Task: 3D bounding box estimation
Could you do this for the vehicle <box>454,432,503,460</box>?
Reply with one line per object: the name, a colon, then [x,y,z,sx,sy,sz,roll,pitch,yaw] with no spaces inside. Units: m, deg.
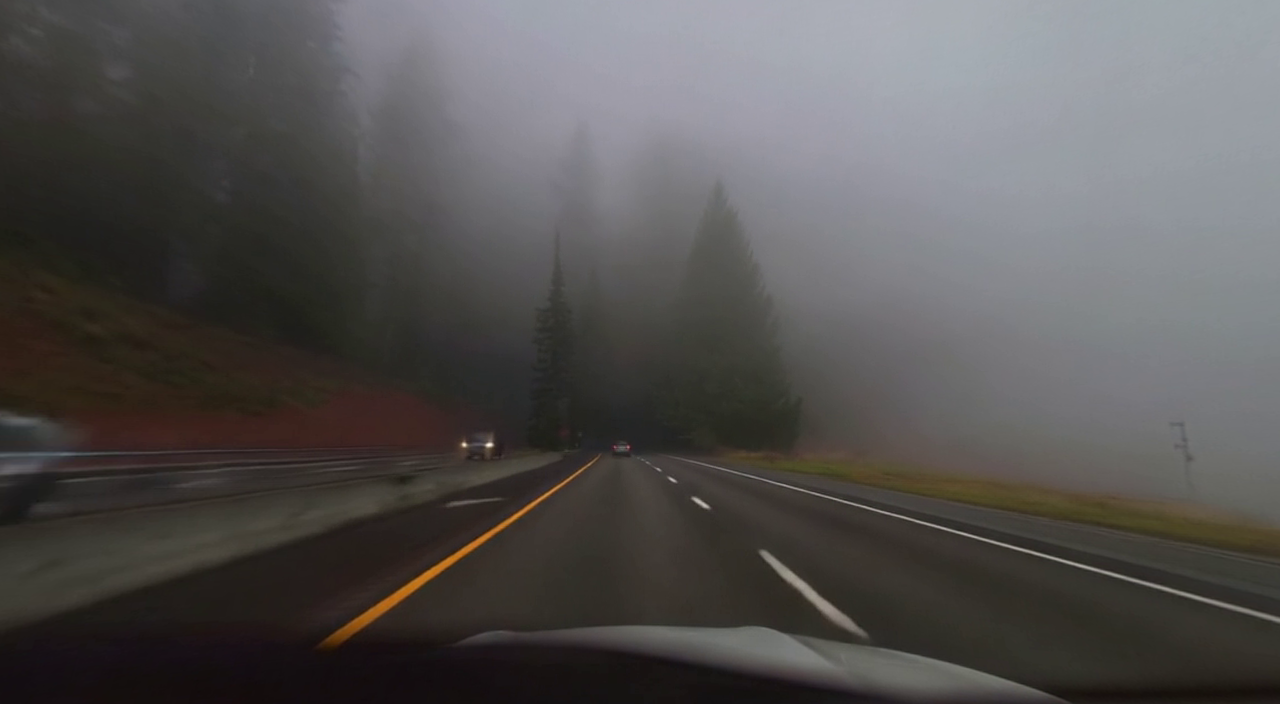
vehicle: [-10.644,6.269,42.034,1.991,1.748,5.095,0,-8,-1]
